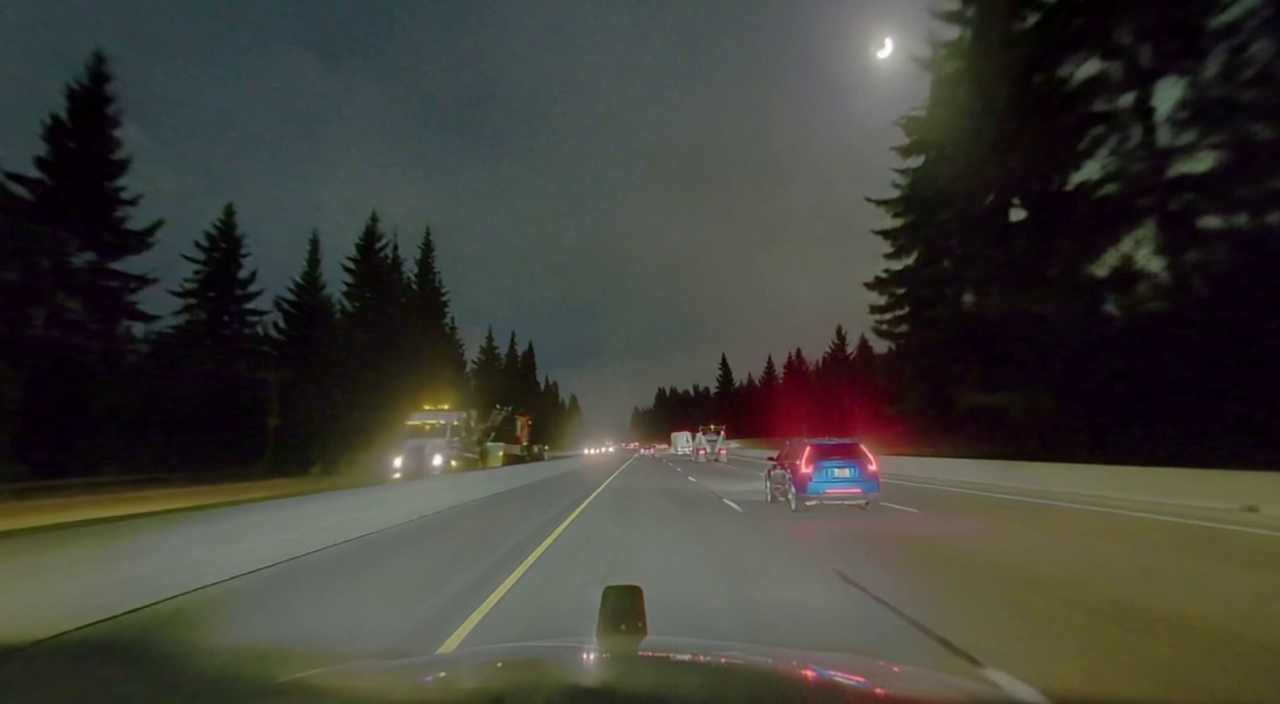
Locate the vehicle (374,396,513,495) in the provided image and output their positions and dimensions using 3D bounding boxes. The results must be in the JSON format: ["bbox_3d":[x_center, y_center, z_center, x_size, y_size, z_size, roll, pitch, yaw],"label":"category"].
[{"bbox_3d":[-7.782,3.953,26.530,3.011,3.465,8.510,0,-9,0],"label":"vehicle"}]

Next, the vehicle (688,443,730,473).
[{"bbox_3d":[4.137,6.432,38.354,2.022,1.658,4.132,0,-9,-1],"label":"vehicle"}]

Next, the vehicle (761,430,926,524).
[{"bbox_3d":[3.934,2.496,13.037,2.005,1.604,4.002,0,-9,-1],"label":"vehicle"}]
